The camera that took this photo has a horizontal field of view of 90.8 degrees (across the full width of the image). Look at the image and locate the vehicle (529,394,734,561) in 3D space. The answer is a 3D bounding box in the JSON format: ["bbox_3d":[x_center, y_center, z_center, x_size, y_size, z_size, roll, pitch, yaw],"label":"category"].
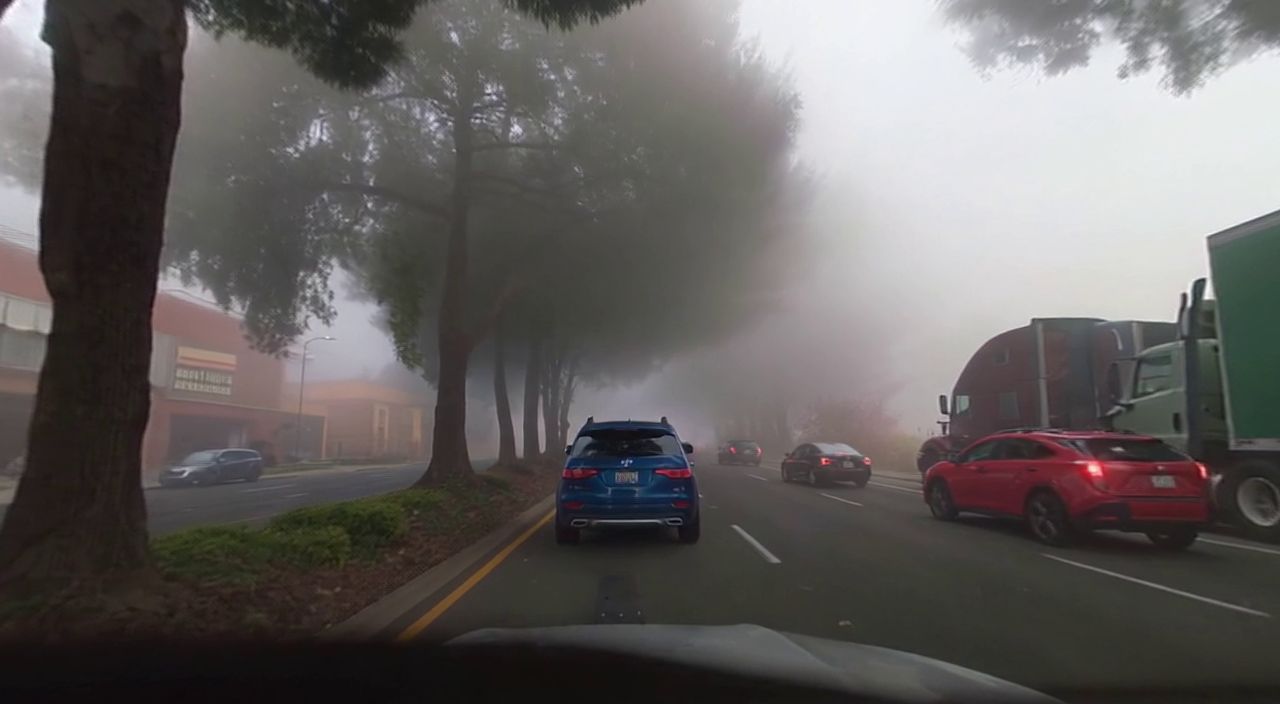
[{"bbox_3d":[-0.134,1.739,9.335,2.320,1.880,4.192,0,-9,-1],"label":"vehicle"}]

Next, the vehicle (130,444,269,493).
[{"bbox_3d":[-19.281,5.102,28.050,2.302,1.939,5.221,0,-9,1],"label":"vehicle"}]

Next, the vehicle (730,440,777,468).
[{"bbox_3d":[6.499,5.882,36.610,1.914,1.523,4.287,0,-9,-1],"label":"vehicle"}]

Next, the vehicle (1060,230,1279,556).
[{"bbox_3d":[9.962,-0.132,3.906,2.879,4.284,17.334,0,-9,0],"label":"vehicle"}]

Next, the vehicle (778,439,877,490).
[{"bbox_3d":[6.282,3.805,21.744,2.035,1.553,4.465,0,-9,0],"label":"vehicle"}]
